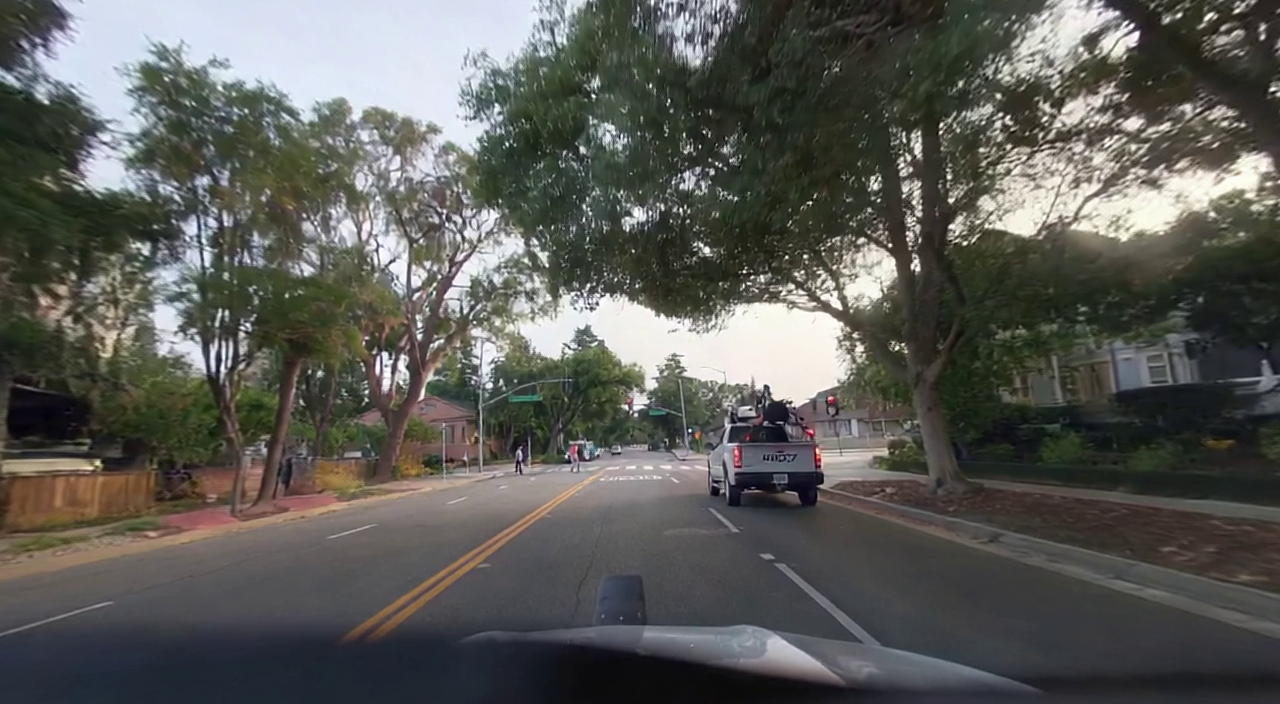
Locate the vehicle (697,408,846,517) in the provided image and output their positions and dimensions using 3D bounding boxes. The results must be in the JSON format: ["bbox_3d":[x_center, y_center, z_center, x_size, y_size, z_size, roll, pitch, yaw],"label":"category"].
[{"bbox_3d":[2.715,2.493,14.639,2.177,2.015,5.463,0,-9,-1],"label":"vehicle"}]
